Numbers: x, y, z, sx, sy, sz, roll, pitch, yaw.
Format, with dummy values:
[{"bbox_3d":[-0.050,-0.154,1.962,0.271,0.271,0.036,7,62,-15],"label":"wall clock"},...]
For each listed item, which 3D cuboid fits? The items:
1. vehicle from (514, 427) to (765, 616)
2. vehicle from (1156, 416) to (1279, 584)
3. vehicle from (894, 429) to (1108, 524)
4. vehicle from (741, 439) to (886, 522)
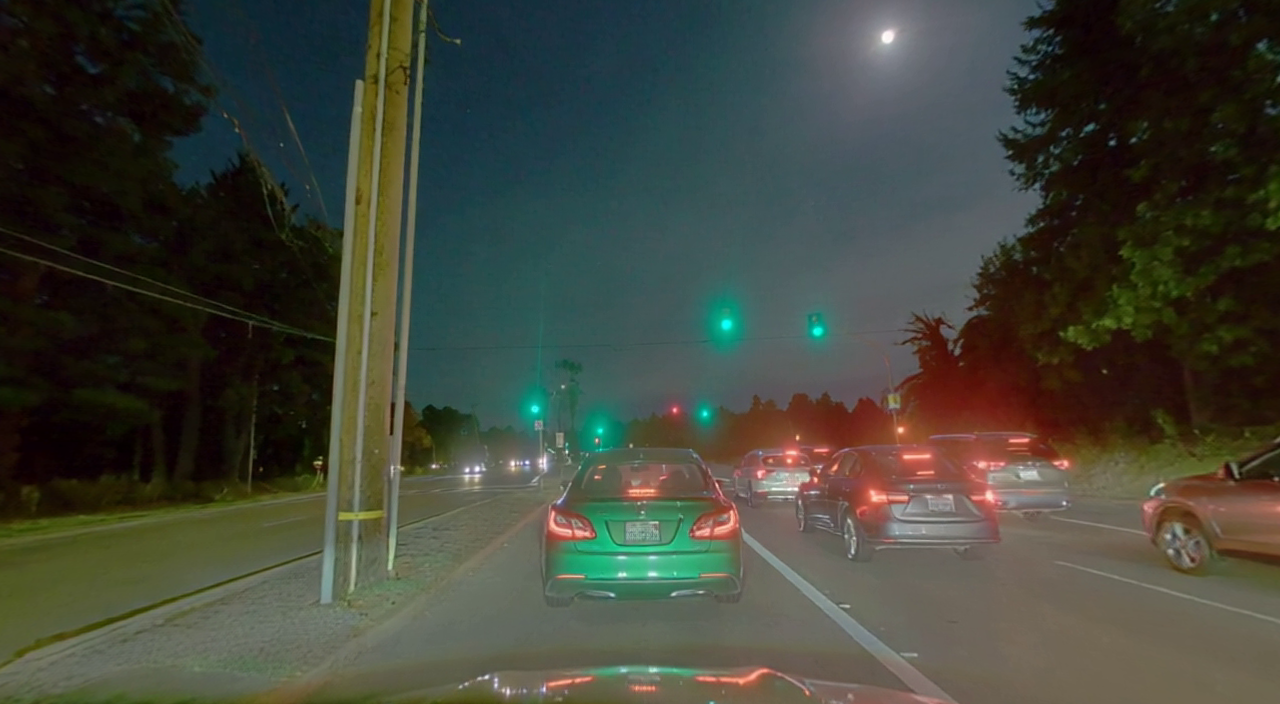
[{"bbox_3d":[0.014,1.682,7.099,2.015,1.502,3.898,0,-9,1],"label":"vehicle"},{"bbox_3d":[6.940,1.336,5.579,1.783,1.572,3.421,0,-9,1],"label":"vehicle"},{"bbox_3d":[7.027,2.459,12.903,1.923,1.611,4.094,0,-9,0],"label":"vehicle"},{"bbox_3d":[3.541,2.714,13.816,1.934,1.494,4.446,0,-9,0],"label":"vehicle"}]
